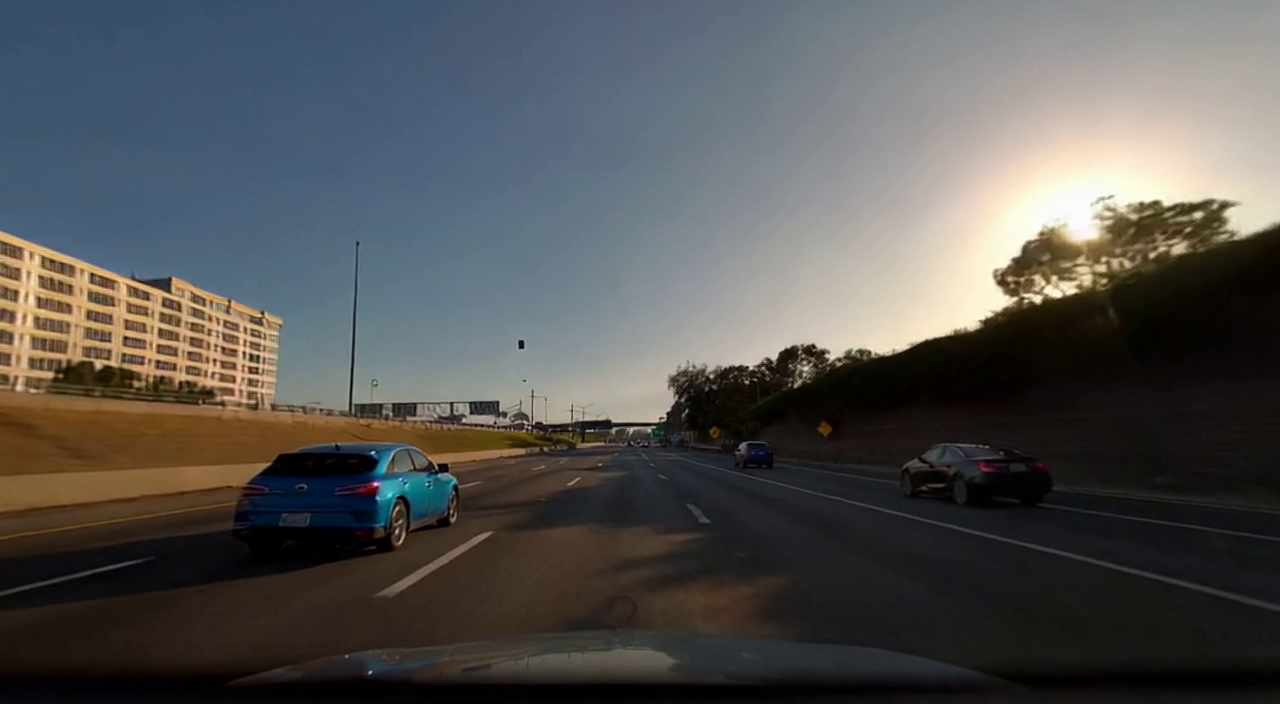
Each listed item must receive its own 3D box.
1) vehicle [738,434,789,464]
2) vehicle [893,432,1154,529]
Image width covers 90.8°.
[{"bbox_3d":[9.210,7.292,47.533,2.555,2.069,5.892,0,-8,-1],"label":"vehicle"},{"bbox_3d":[7.636,2.578,13.457,2.165,1.636,5.175,0,-8,-2],"label":"vehicle"}]
